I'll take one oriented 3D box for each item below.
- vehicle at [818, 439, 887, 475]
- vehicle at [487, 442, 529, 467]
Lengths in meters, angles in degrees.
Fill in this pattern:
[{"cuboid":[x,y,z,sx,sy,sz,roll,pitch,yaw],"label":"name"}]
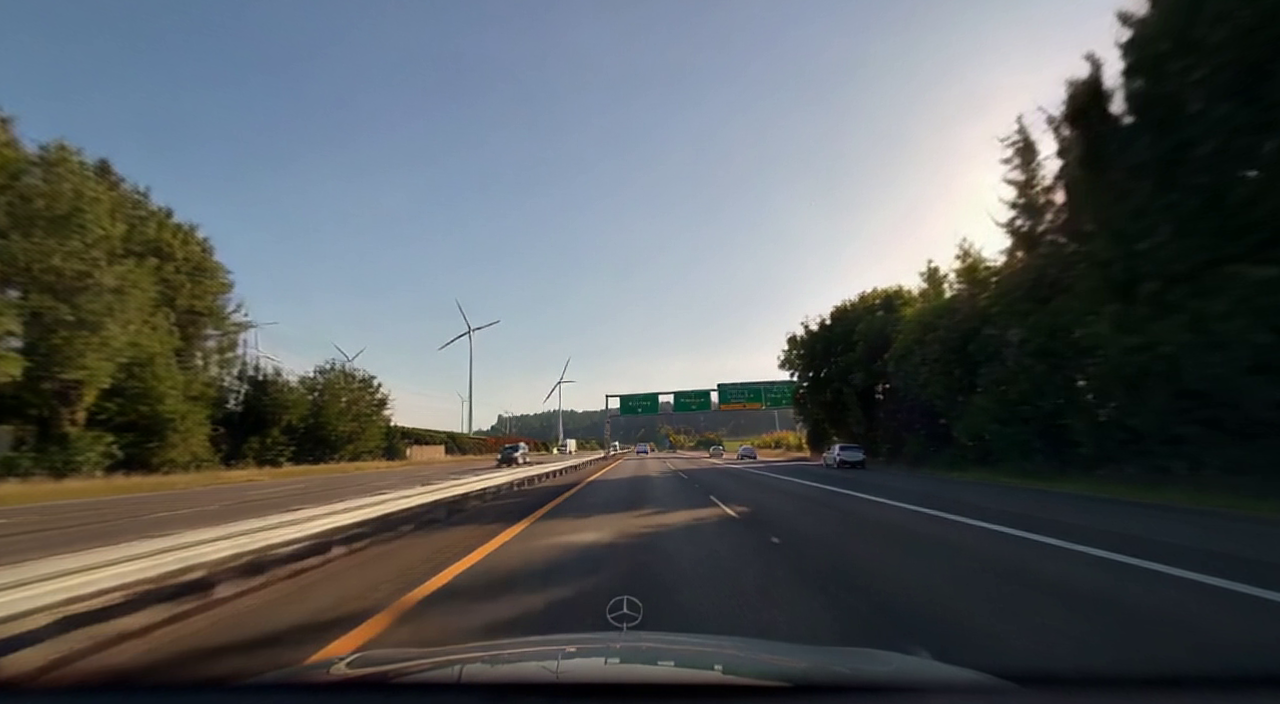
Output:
[{"cuboid":[10.513,5.243,31.617,1.897,1.669,4.825,0,-9,1],"label":"vehicle"},{"cuboid":[-9.254,7.239,44.353,1.848,1.641,4.321,0,-9,2],"label":"vehicle"}]
